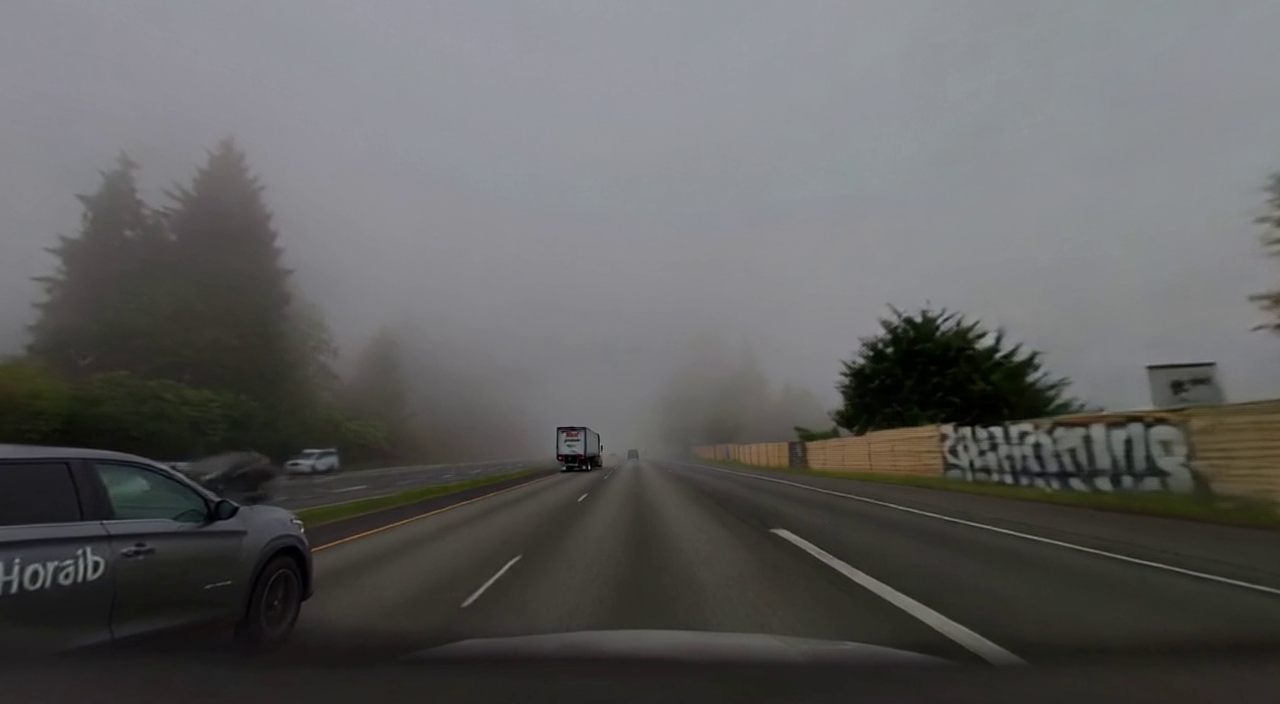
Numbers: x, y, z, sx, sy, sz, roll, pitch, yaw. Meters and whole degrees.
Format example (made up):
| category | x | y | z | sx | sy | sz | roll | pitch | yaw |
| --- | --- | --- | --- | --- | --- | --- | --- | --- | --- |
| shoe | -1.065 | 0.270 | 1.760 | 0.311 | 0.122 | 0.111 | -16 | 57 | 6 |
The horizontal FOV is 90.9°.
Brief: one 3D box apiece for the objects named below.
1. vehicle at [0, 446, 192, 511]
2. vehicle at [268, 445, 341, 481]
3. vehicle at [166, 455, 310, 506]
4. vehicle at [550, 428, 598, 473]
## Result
| category | x | y | z | sx | sy | sz | roll | pitch | yaw |
| --- | --- | --- | --- | --- | --- | --- | --- | --- | --- |
| vehicle | -17.396 | 4.013 | 20.529 | 2.084 | 1.837 | 4.734 | 0 | -9 | 0 |
| vehicle | -25.538 | 8.432 | 48.217 | 2.326 | 2.522 | 5.411 | -1 | -9 | 3 |
| vehicle | -13.024 | 4.151 | 20.820 | 1.830 | 1.438 | 4.396 | 0 | -9 | 0 |
| vehicle | -3.924 | 5.993 | 38.386 | 2.305 | 2.517 | 5.486 | 0 | -9 | 0 |
